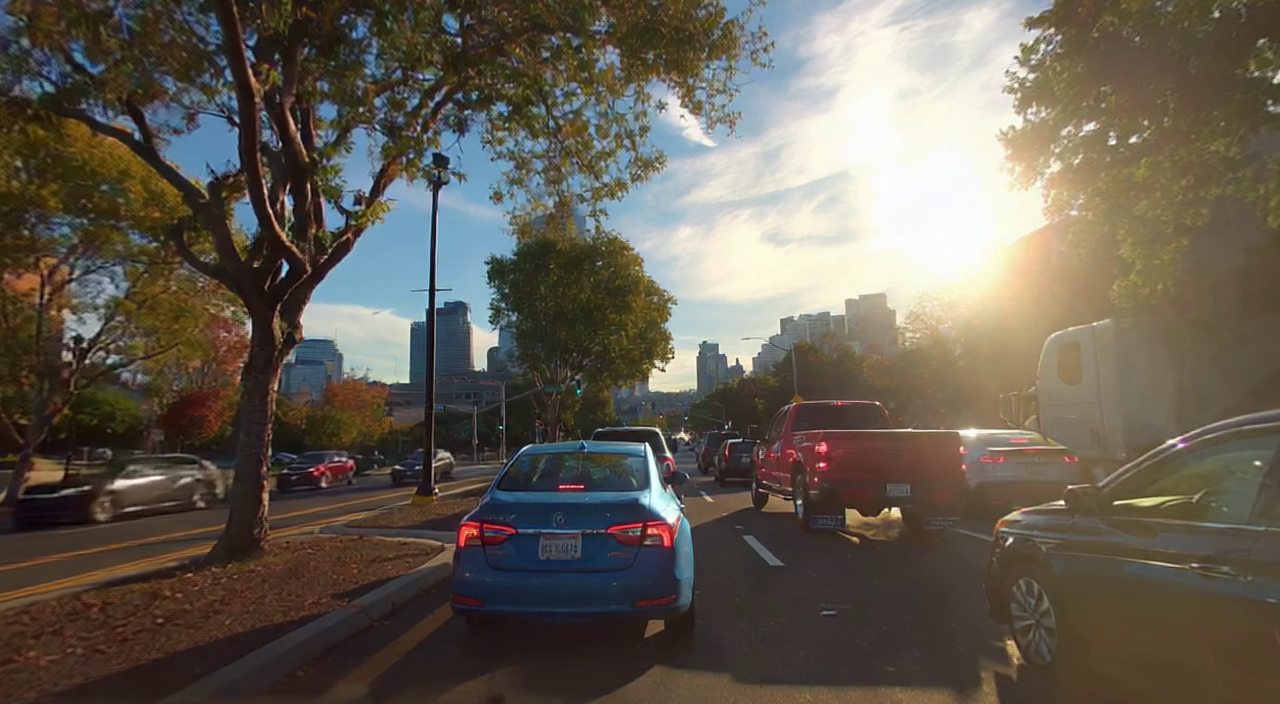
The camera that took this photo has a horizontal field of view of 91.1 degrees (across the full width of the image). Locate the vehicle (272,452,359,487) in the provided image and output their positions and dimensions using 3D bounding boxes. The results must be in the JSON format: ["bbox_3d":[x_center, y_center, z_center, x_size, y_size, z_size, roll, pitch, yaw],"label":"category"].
[{"bbox_3d":[-16.020,5.782,31.243,1.966,1.563,4.203,0,-9,1],"label":"vehicle"}]

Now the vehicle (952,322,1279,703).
[{"bbox_3d":[3.157,0.758,2.078,1.982,1.709,4.427,0,-9,1],"label":"vehicle"}]

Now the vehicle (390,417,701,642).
[{"bbox_3d":[-0.584,1.502,6.336,2.111,1.506,4.018,0,-9,2],"label":"vehicle"}]

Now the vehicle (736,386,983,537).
[{"bbox_3d":[3.514,1.957,11.710,2.444,2.098,5.766,0,-9,-1],"label":"vehicle"}]

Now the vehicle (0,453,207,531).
[{"bbox_3d":[-12.767,3.201,14.919,1.926,1.519,4.104,0,-9,1],"label":"vehicle"}]
